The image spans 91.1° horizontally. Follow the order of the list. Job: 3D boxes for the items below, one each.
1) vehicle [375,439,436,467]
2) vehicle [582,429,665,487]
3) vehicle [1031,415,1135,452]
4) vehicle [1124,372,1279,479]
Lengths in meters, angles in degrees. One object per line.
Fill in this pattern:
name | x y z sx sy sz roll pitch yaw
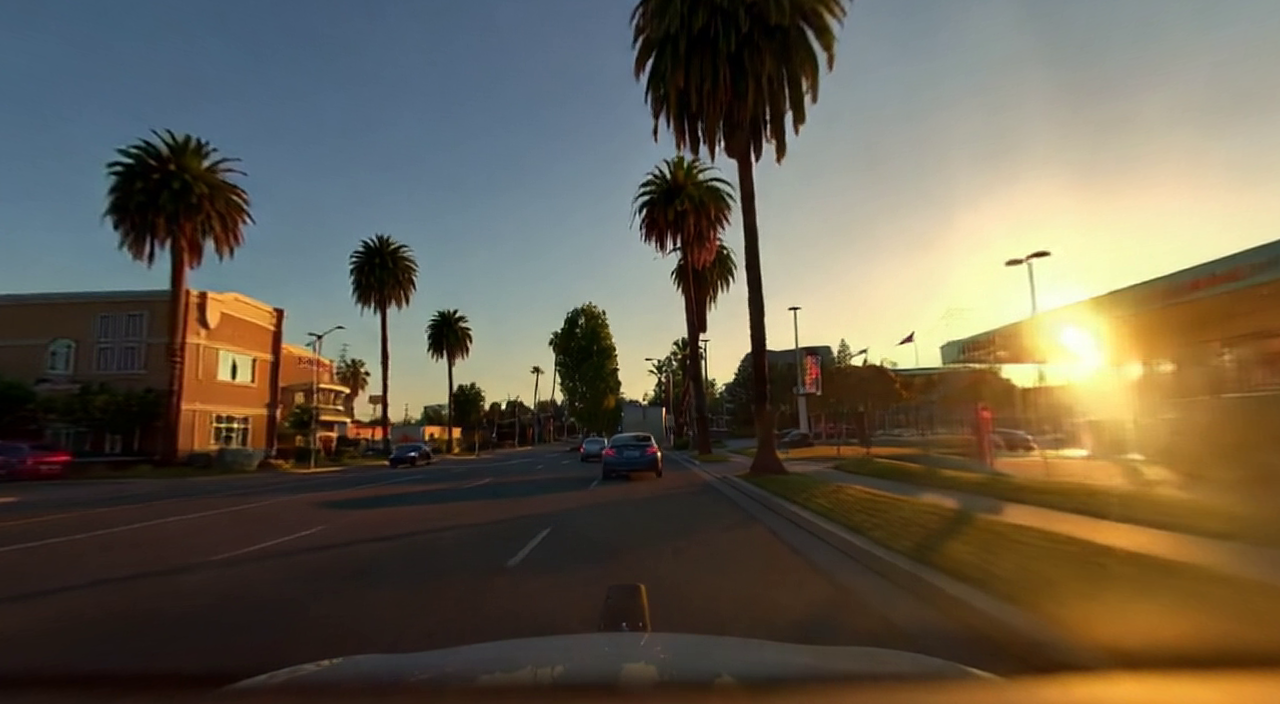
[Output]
vehicle | -13.534 5.848 36.569 1.923 1.490 4.372 0 -8 -1
vehicle | -0.379 3.056 18.476 2.145 1.483 4.453 0 -8 1
vehicle | 22.110 4.147 31.598 1.853 1.698 4.468 1 -8 -2
vehicle | 12.168 1.371 11.408 5.061 1.721 2.162 1 -8 -4
